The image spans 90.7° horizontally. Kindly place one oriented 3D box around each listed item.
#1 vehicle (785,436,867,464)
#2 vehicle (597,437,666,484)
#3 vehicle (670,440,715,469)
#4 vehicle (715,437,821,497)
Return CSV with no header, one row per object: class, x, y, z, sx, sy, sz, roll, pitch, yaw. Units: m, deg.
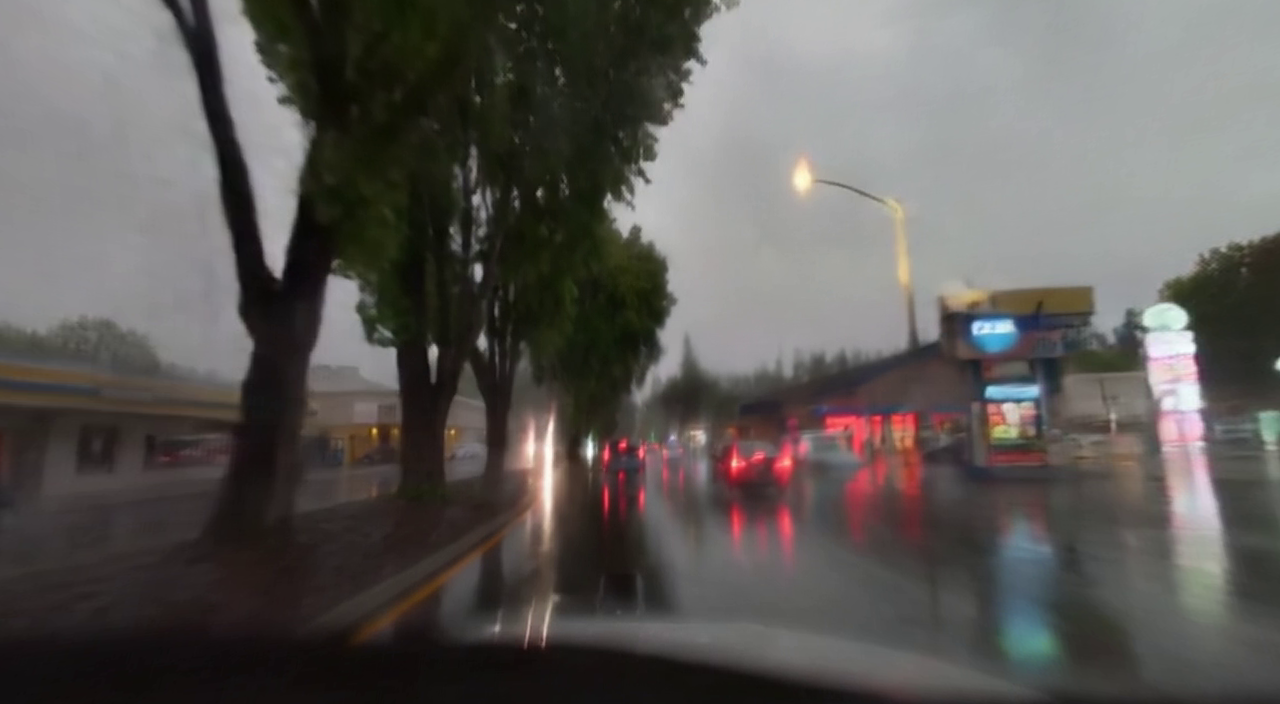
vehicle,11.488,6.061,39.243,4.291,1.652,2.122,1,-9,-6
vehicle,-0.299,3.845,22.739,2.232,1.508,4.319,0,-9,-1
vehicle,2.897,5.796,35.895,2.098,1.527,3.966,0,-9,-2
vehicle,3.434,3.184,17.886,2.060,1.471,4.168,0,-9,-1
